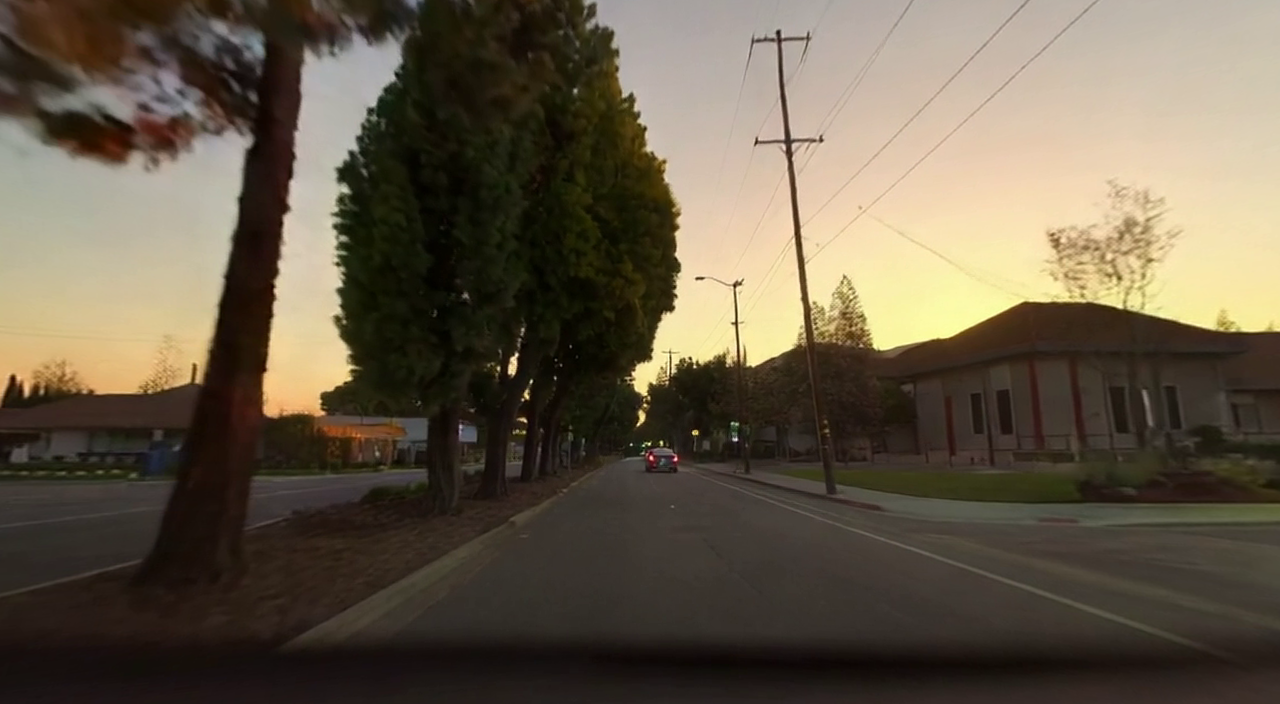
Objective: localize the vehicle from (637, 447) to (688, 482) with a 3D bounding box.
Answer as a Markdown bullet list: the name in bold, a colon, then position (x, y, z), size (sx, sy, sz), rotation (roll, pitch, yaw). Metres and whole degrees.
- **vehicle**: position (0.963, 5.306, 30.095), size (2.061, 1.475, 4.296), rotation (0, -8, -3)
